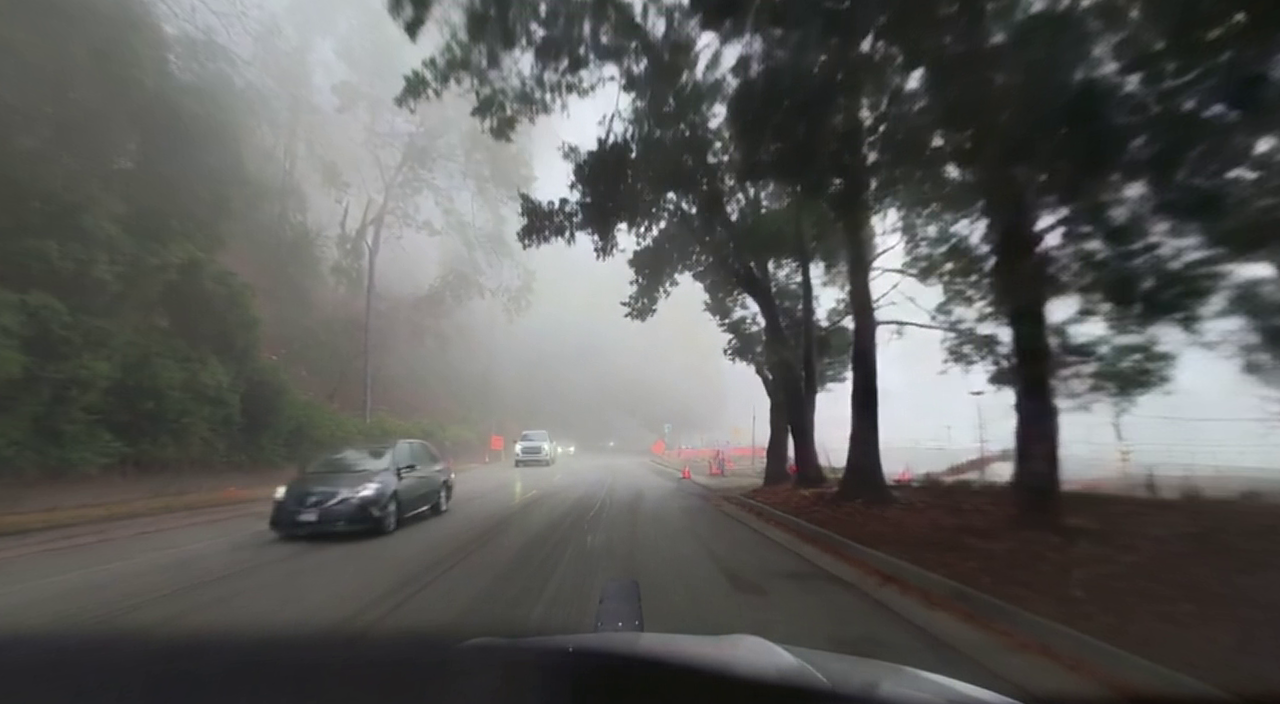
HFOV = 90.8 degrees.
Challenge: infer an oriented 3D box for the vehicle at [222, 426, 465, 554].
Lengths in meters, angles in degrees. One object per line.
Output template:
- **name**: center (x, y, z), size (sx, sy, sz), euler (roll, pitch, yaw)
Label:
- **vehicle**: center (-4.427, 2.088, 10.285), size (2.001, 1.642, 3.942), euler (-1, -8, 1)

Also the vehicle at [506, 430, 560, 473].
- **vehicle**: center (-5.429, 5.107, 32.622), size (2.064, 2.009, 4.512), euler (-1, -8, -1)
